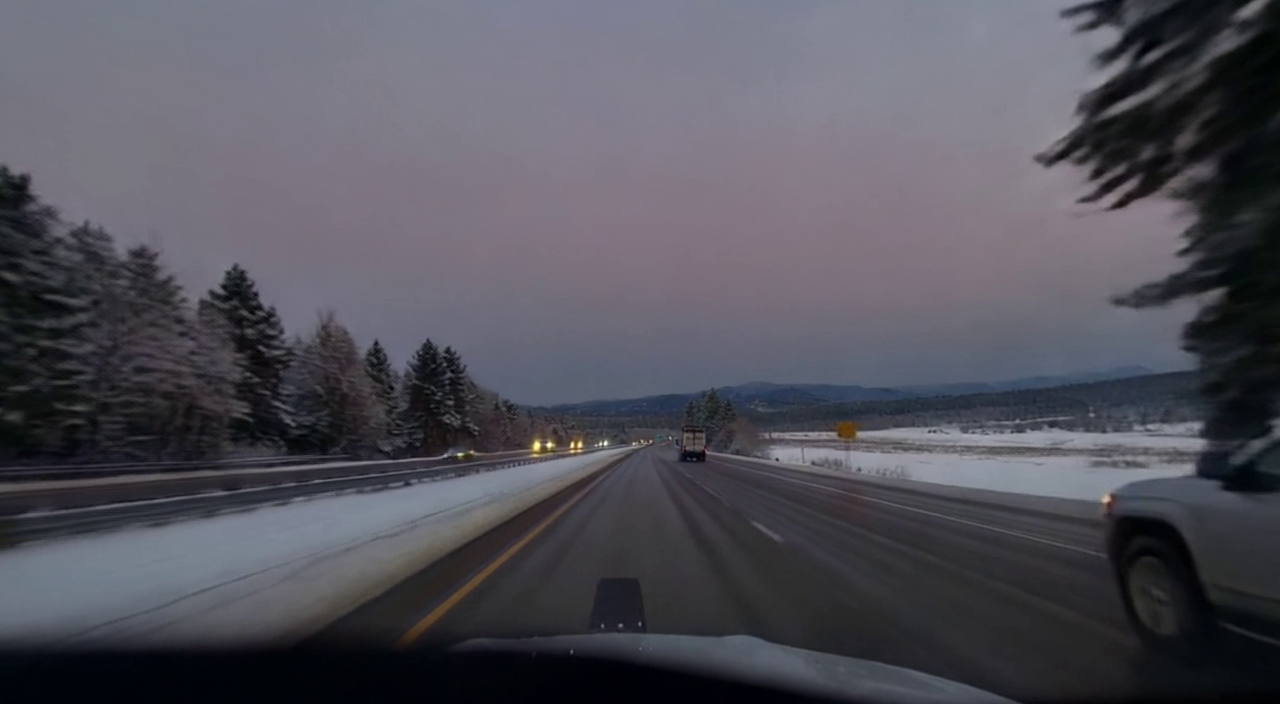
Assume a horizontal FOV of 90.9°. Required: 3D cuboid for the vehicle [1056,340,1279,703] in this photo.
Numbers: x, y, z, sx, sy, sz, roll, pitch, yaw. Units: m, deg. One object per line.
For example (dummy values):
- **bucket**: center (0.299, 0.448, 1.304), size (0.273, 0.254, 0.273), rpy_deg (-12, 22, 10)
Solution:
- **vehicle**: center (3.936, 0.656, 1.500), size (2.070, 1.799, 5.584), rpy_deg (0, -8, 0)
